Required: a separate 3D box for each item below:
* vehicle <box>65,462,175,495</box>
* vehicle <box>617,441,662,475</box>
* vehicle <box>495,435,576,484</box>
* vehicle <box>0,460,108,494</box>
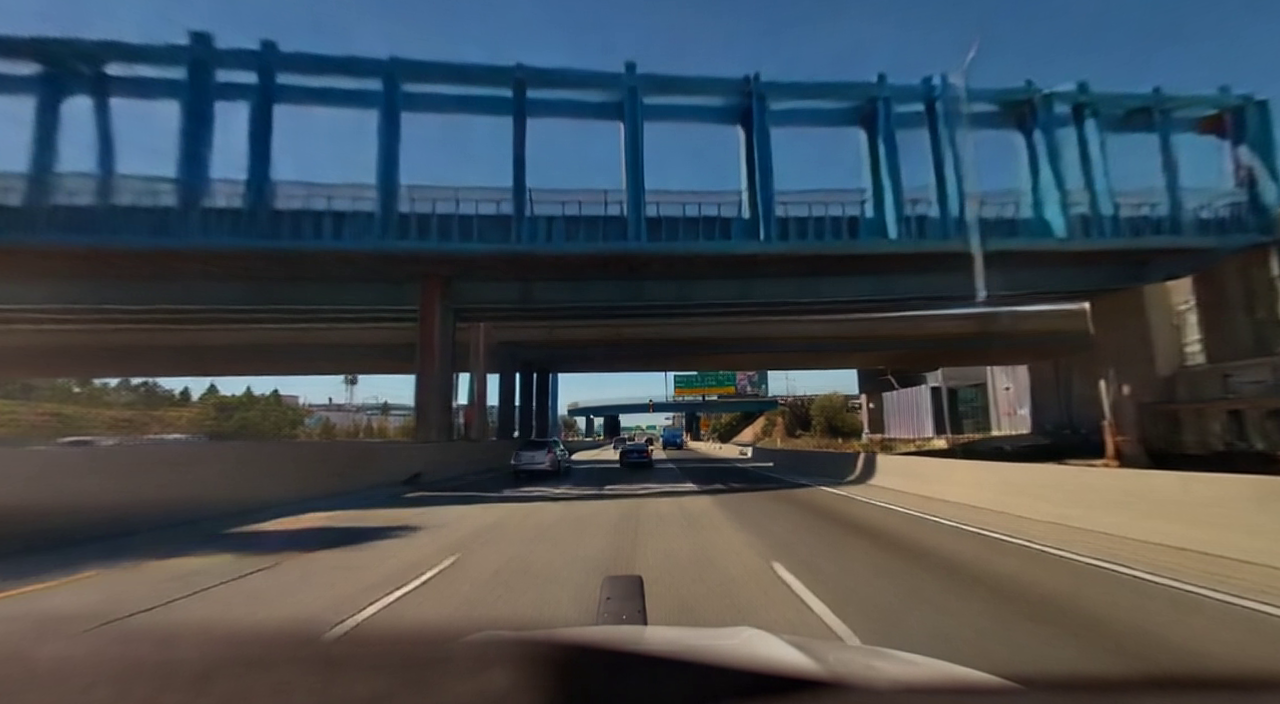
[{"bbox_3d":[-28.064,6.802,34.288,1.869,1.537,4.731,0,-8,1],"label":"vehicle"},{"bbox_3d":[0.001,4.718,28.238,1.877,1.386,3.872,0,-8,0],"label":"vehicle"},{"bbox_3d":[-3.665,3.870,22.941,2.064,1.589,4.213,0,-8,2],"label":"vehicle"},{"bbox_3d":[-31.843,6.701,34.131,1.938,1.598,4.624,0,-8,1],"label":"vehicle"}]
